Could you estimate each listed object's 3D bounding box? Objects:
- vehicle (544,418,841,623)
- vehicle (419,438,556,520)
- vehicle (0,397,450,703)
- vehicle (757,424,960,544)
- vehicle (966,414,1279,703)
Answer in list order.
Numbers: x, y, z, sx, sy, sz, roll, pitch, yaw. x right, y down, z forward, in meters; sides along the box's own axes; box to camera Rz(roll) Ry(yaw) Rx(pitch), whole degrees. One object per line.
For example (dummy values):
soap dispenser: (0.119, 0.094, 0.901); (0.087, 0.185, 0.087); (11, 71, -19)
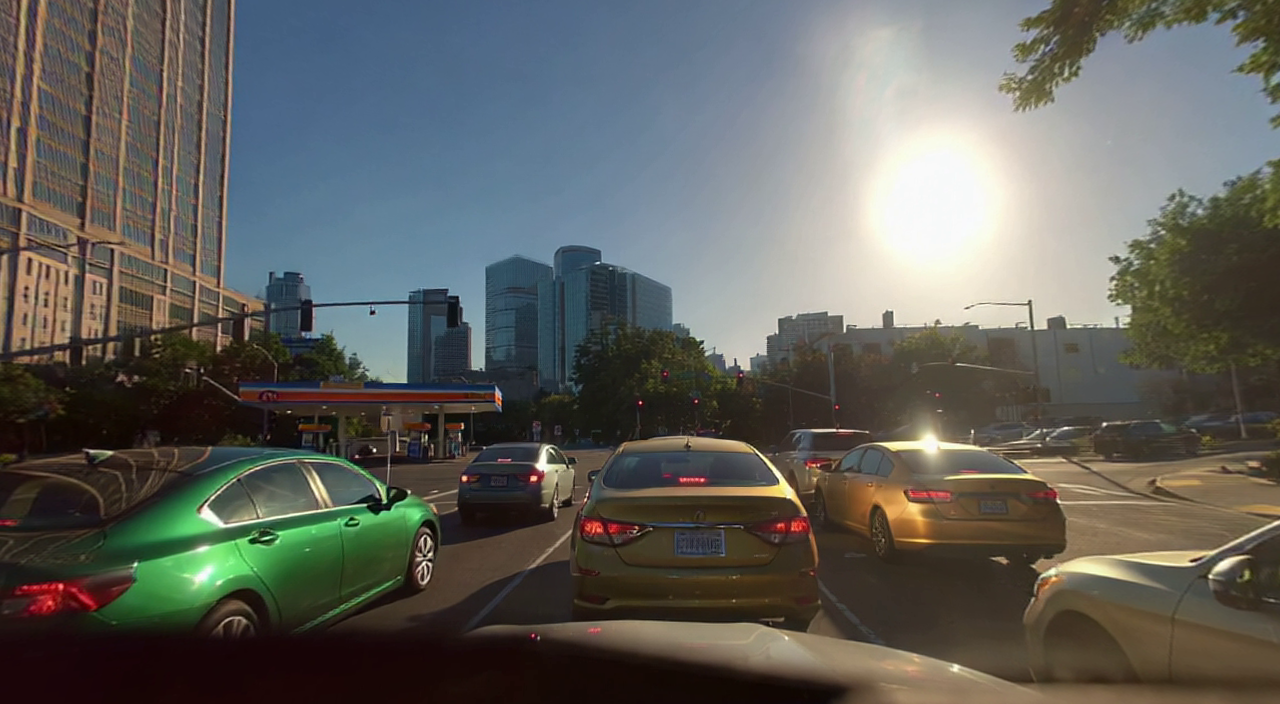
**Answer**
vehicle: (0.327, 1.582, 6.932); (2.220, 1.507, 4.317); (0, -9, -2)
vehicle: (-3.075, 2.640, 13.676); (1.867, 1.474, 4.237); (0, -9, 0)
vehicle: (-3.017, 1.248, 4.597); (1.887, 1.493, 4.255); (0, -9, 0)
vehicle: (3.386, 2.124, 10.755); (1.947, 1.630, 4.127); (0, -9, 0)
vehicle: (4.170, 1.126, 3.579); (1.950, 1.497, 4.686); (0, -9, -3)
